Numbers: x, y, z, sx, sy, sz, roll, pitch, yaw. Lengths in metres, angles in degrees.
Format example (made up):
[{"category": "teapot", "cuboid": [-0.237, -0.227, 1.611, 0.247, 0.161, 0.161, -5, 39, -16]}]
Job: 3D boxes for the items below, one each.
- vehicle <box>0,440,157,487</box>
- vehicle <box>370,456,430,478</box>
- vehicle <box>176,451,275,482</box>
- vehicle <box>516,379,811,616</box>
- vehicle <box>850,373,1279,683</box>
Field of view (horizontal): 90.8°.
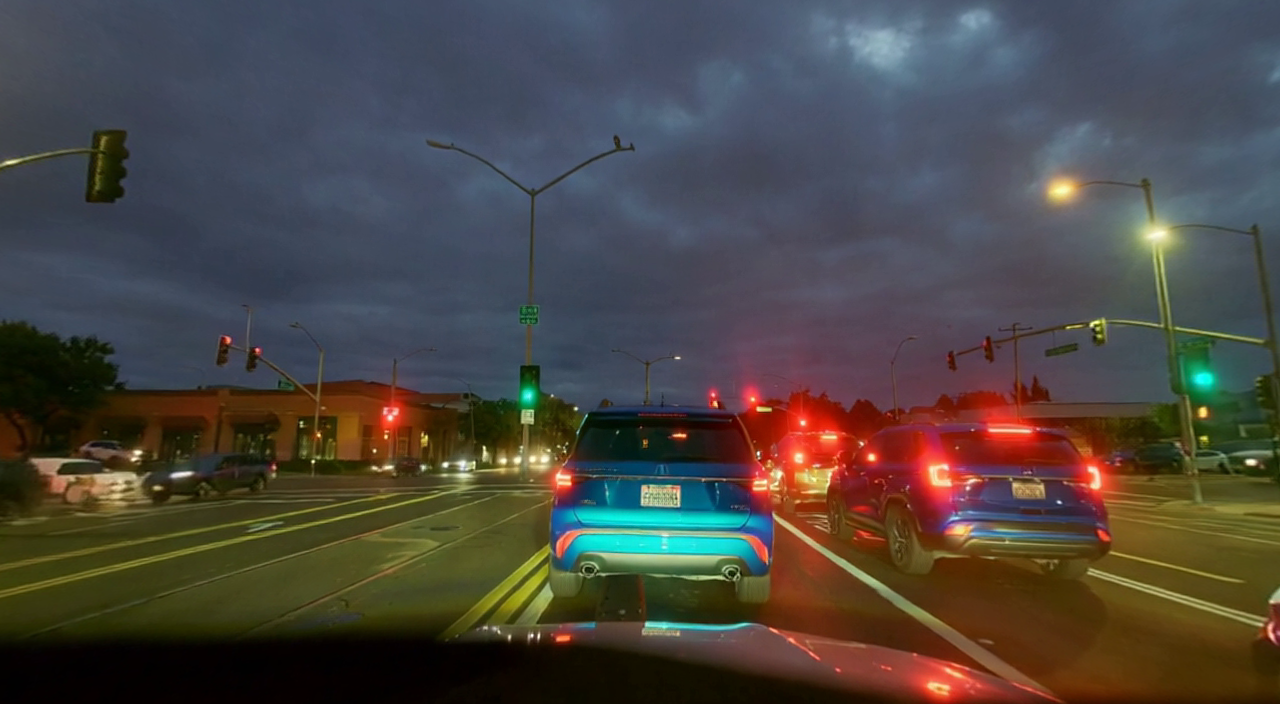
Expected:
[{"category": "vehicle", "cuboid": [-24.584, 4.840, 27.551, 5.062, 1.946, 2.243, 0, -9, -1]}, {"category": "vehicle", "cuboid": [-17.314, 8.308, 45.800, 1.864, 1.444, 4.255, -2, -9, 14]}, {"category": "vehicle", "cuboid": [-25.116, 6.917, 38.520, 4.744, 1.739, 2.089, 4, -10, -28]}, {"category": "vehicle", "cuboid": [0.227, 1.465, 7.224, 2.292, 1.840, 4.394, 0, -9, 1]}, {"category": "vehicle", "cuboid": [3.576, 1.286, 5.695, 2.018, 1.701, 4.288, 0, -9, 2]}]
